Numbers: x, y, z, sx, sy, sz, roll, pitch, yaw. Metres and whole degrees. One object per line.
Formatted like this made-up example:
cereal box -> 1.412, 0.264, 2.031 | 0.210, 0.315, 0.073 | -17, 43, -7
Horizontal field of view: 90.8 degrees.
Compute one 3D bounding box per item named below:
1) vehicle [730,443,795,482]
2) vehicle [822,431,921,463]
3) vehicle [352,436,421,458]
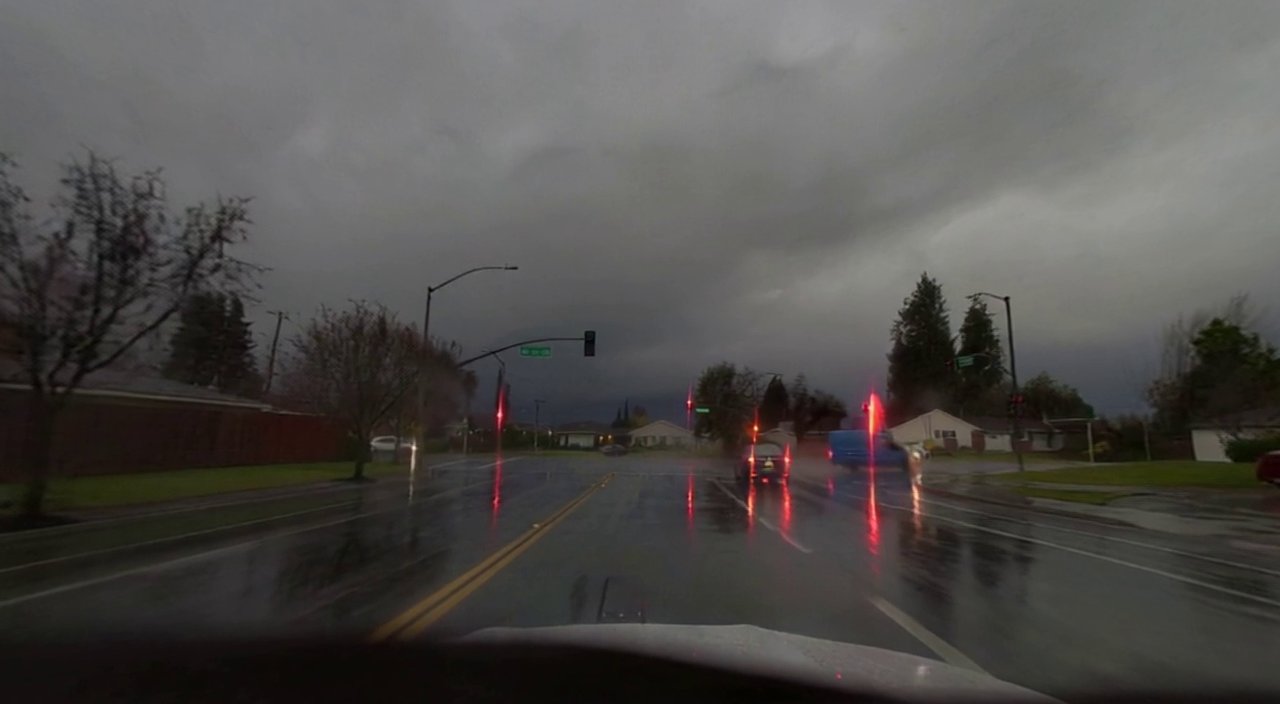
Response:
vehicle -> 5.003, 4.579, 26.444 | 1.947, 1.485, 4.336 | 0, -9, 1
vehicle -> 15.542, 6.423, 42.724 | 5.869, 2.098, 2.206 | -1, -9, 4
vehicle -> -18.107, 6.830, 45.203 | 4.081, 1.522, 1.863 | -1, -9, 5
